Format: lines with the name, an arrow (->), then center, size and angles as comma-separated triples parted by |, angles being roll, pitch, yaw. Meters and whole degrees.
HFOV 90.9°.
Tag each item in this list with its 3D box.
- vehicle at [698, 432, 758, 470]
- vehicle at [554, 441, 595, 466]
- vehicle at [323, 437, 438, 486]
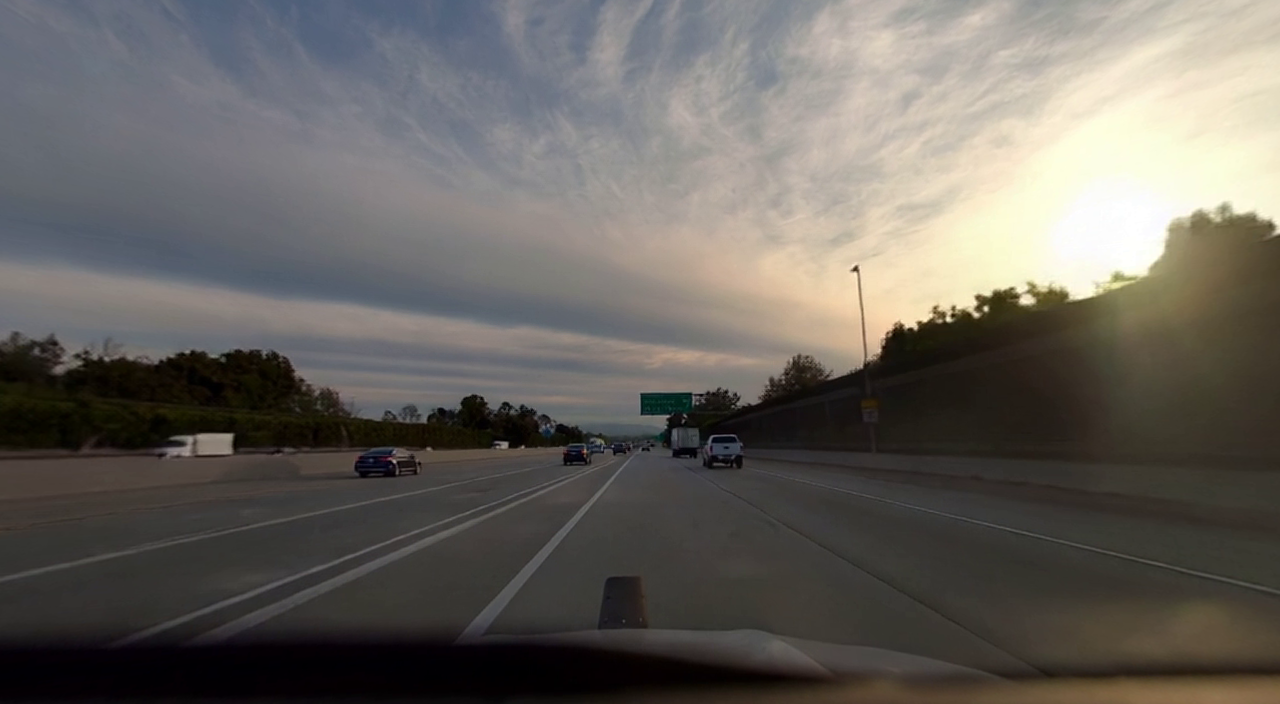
vehicle -> 4.764, 5.516, 35.351 | 2.355, 1.930, 6.633 | 0, -8, -1
vehicle -> -4.122, 6.463, 40.387 | 1.981, 1.473, 4.317 | 0, -8, 2
vehicle -> -8.707, 3.689, 21.657 | 1.899, 1.465, 4.589 | 0, -8, 2
